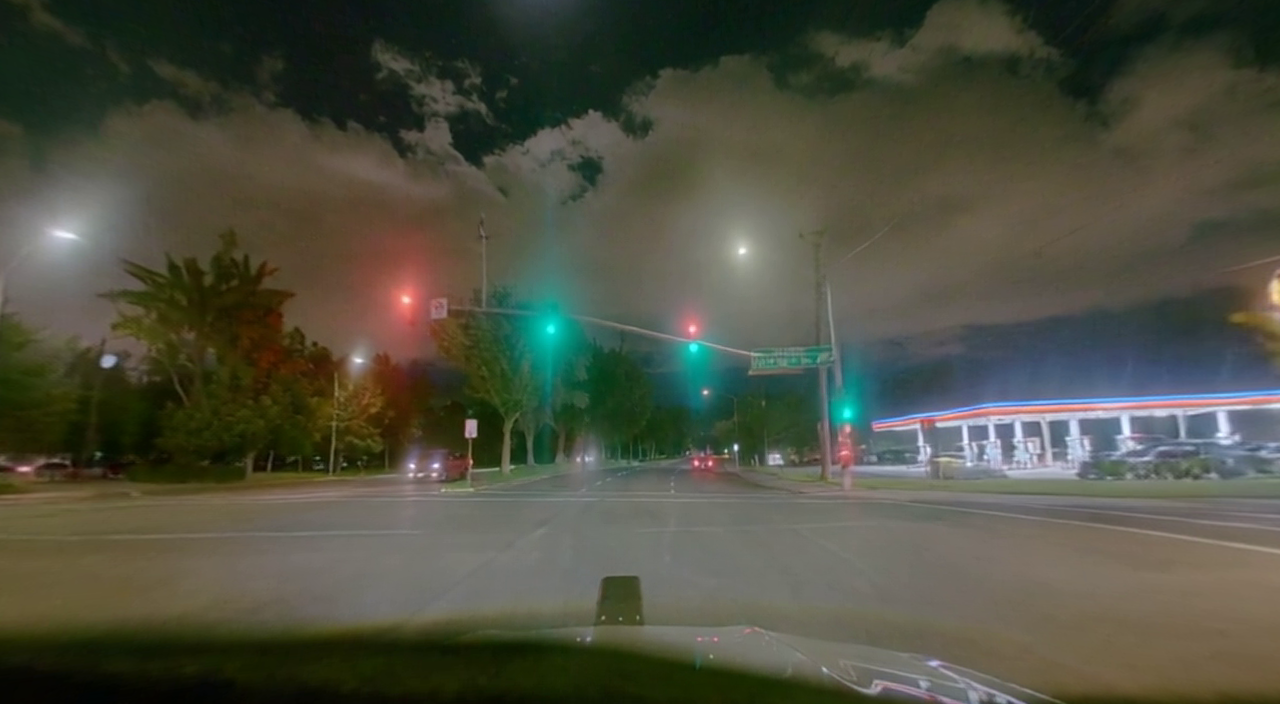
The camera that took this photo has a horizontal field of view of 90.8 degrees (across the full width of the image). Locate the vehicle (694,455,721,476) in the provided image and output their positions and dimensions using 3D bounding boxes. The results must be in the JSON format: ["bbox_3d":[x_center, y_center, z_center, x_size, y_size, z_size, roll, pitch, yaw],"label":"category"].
[{"bbox_3d":[5.177,8.746,48.821,1.908,1.492,3.977,0,-9,3],"label":"vehicle"}]

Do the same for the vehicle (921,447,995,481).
[{"bbox_3d":[17.867,6.247,35.407,4.601,1.766,2.015,8,-14,-42],"label":"vehicle"}]

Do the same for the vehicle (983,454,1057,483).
[{"bbox_3d":[20.185,6.201,33.475,4.553,1.371,2.019,10,-16,-42],"label":"vehicle"}]

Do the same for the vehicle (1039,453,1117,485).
[{"bbox_3d":[22.004,5.827,31.655,4.329,1.461,1.873,7,-11,-38],"label":"vehicle"}]

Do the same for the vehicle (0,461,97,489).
[{"bbox_3d":[-32.646,6.714,34.559,4.026,1.453,1.898,0,-9,1],"label":"vehicle"}]

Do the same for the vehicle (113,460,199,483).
[{"bbox_3d":[-32.568,8.036,42.568,4.233,1.434,1.961,0,-9,4],"label":"vehicle"}]

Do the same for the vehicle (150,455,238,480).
[{"bbox_3d":[-32.139,8.303,45.619,4.820,1.694,2.101,-1,-9,5],"label":"vehicle"}]

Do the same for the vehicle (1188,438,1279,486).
[{"bbox_3d":[25.379,4.632,26.894,4.799,1.850,2.174,8,-12,-39],"label":"vehicle"}]

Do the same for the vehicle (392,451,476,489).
[{"bbox_3d":[-9.054,5.205,28.233,2.023,1.498,4.605,0,-9,3],"label":"vehicle"}]

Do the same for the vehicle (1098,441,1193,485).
[{"bbox_3d":[23.395,5.090,29.162,4.920,1.864,2.027,7,-11,-36],"label":"vehicle"}]
